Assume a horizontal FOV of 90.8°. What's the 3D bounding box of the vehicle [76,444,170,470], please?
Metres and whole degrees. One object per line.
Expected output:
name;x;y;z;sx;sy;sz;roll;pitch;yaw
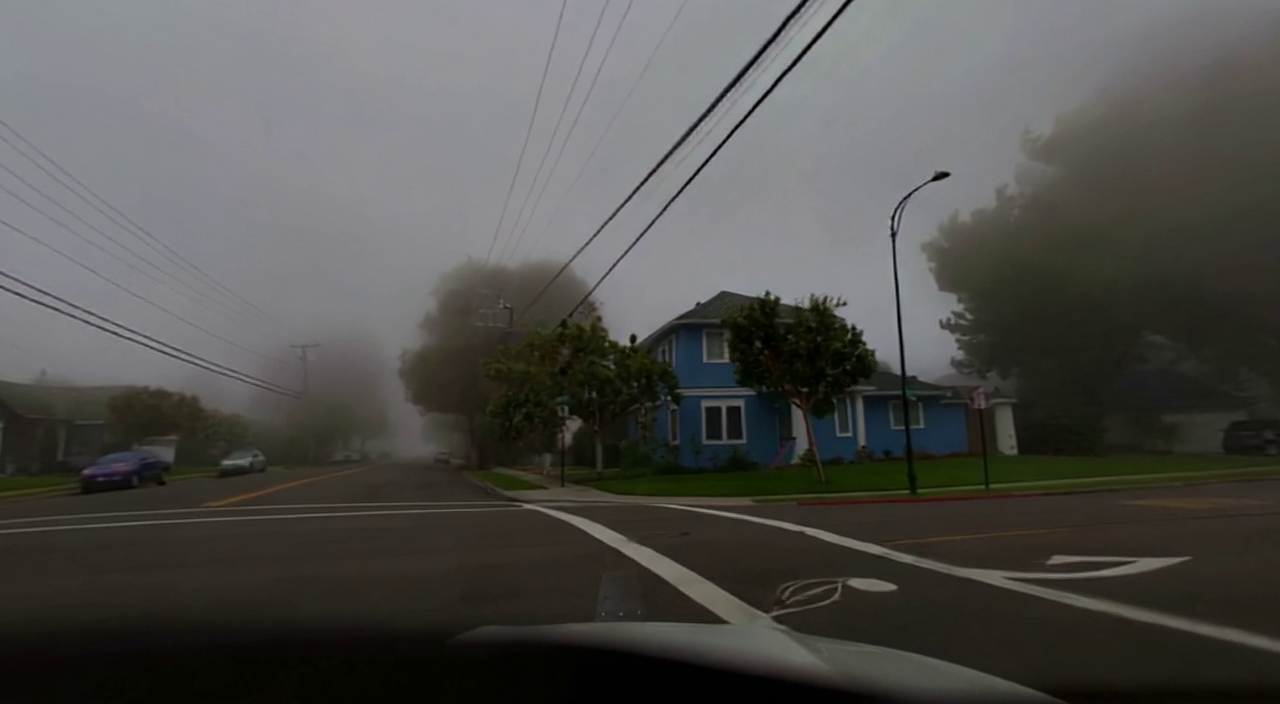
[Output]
vehicle;-33.883;6.883;41.557;4.288;1.656;1.791;3;-9;-18

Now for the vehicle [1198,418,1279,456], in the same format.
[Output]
vehicle;33.478;4.689;34.486;5.161;1.829;2.034;5;-9;-17

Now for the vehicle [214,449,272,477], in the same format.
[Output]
vehicle;-23.587;6.564;37.670;2.036;1.546;4.705;3;-9;-22
